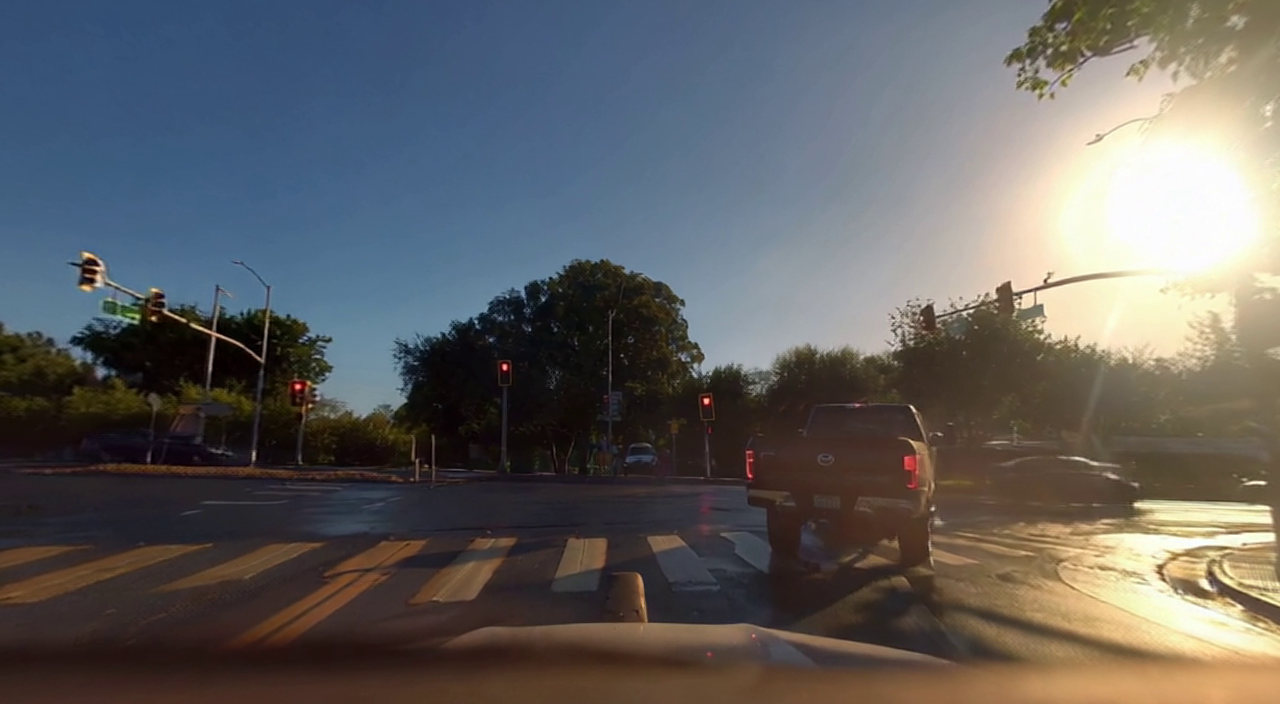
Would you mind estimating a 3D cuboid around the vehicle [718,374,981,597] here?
[{"bbox_3d":[3.407,1.915,10.171,2.851,2.400,5.978,-3,-9,21],"label":"vehicle"}]

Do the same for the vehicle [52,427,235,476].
[{"bbox_3d":[-17.201,3.482,22.082,4.750,1.525,1.964,7,-11,-39],"label":"vehicle"}]

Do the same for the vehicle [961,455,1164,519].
[{"bbox_3d":[12.453,3.961,18.766,4.695,1.729,2.067,1,-9,-7],"label":"vehicle"}]
